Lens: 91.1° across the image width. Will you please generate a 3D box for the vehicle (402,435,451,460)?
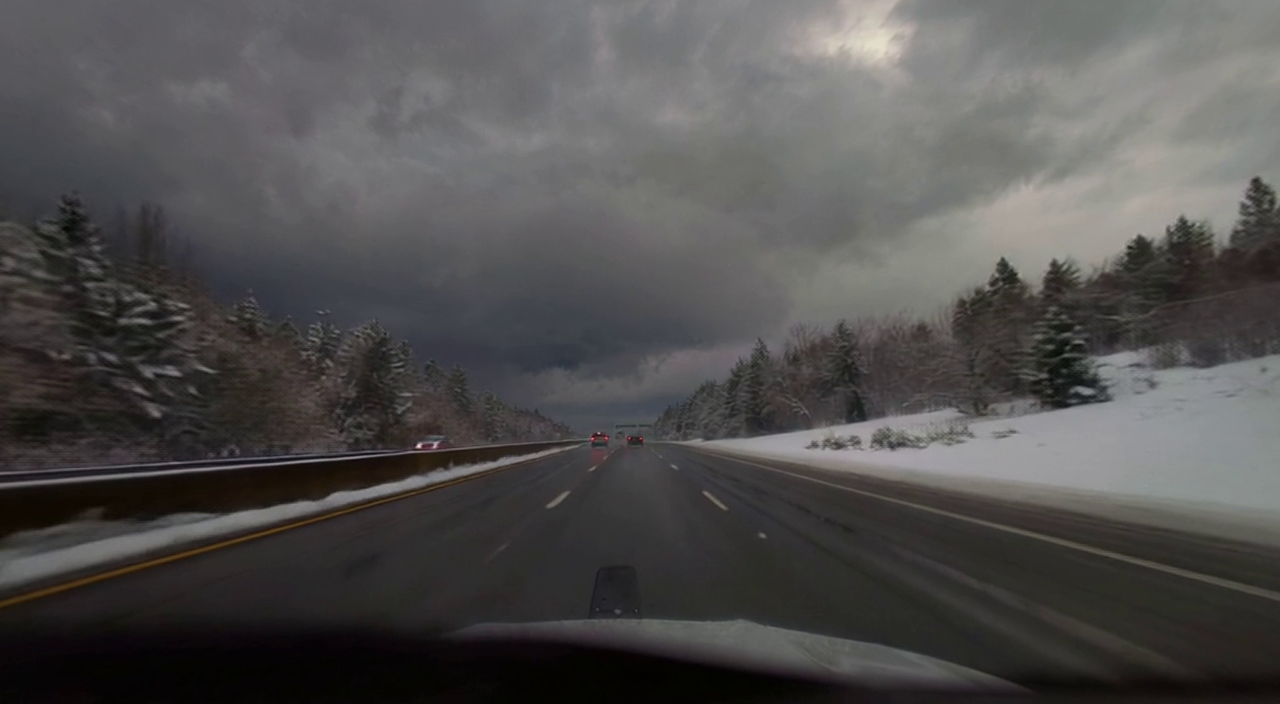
[{"bbox_3d":[-16.571,7.408,49.100,1.997,1.795,5.328,0,-8,0],"label":"vehicle"}]
